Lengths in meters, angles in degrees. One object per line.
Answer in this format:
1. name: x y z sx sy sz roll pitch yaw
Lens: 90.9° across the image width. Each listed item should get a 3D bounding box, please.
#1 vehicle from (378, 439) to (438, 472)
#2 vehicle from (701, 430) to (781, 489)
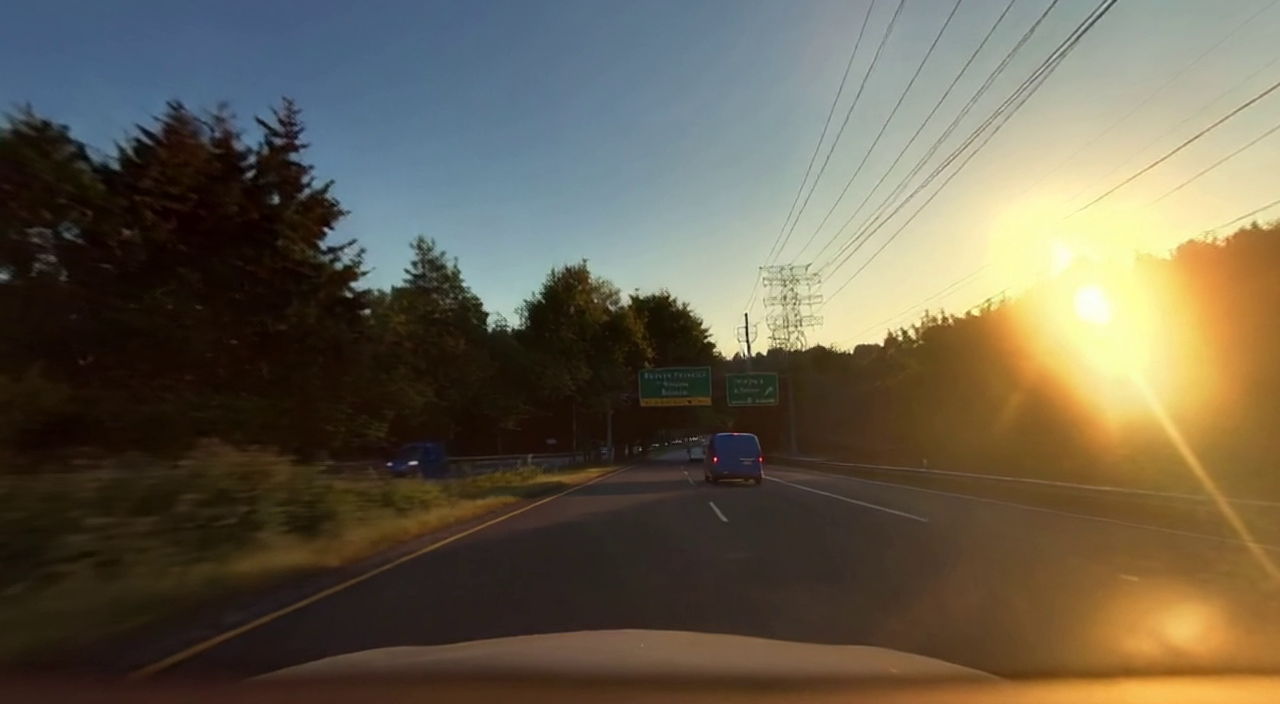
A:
1. vehicle: -15.994 7.177 43.699 2.055 2.164 4.594 -1 -9 5
2. vehicle: 3.657 4.024 23.872 2.261 1.969 5.104 0 -9 1
